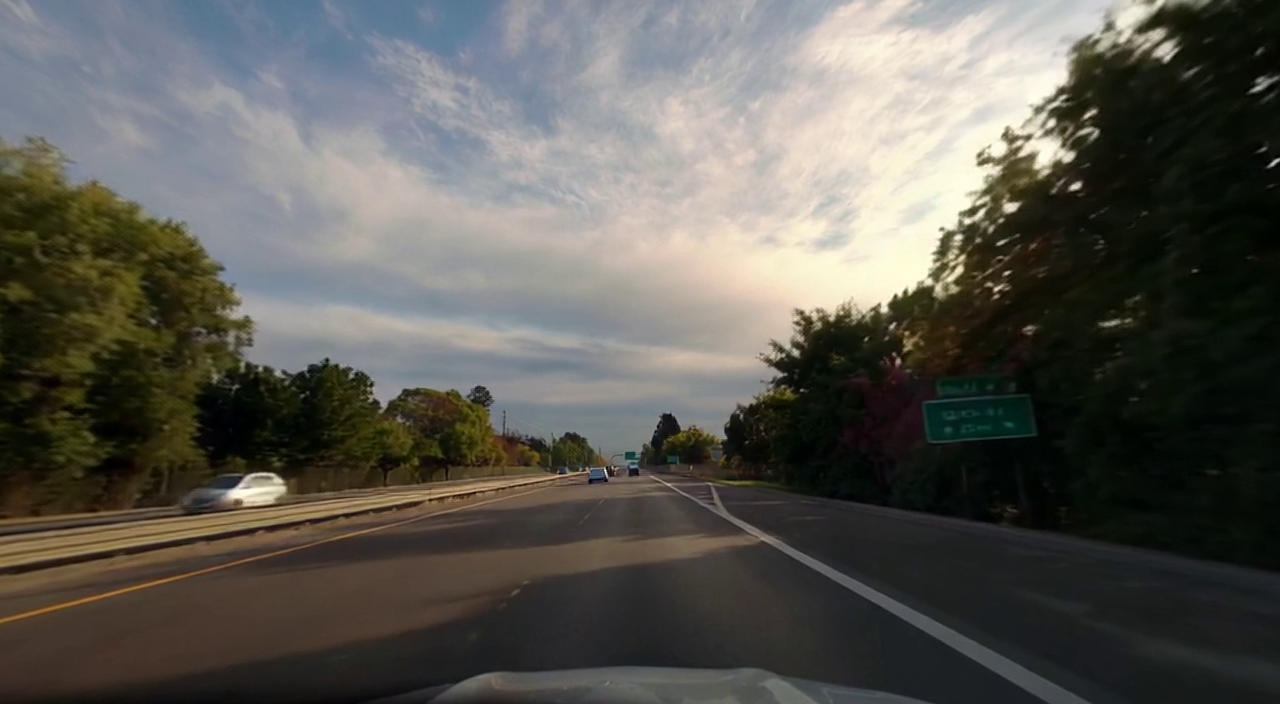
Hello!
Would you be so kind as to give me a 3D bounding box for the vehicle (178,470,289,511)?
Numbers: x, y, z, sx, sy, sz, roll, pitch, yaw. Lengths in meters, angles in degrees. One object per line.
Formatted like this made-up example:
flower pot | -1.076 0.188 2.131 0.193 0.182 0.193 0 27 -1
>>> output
vehicle | -16.114 5.485 25.239 1.725 1.427 3.999 1 -10 0
